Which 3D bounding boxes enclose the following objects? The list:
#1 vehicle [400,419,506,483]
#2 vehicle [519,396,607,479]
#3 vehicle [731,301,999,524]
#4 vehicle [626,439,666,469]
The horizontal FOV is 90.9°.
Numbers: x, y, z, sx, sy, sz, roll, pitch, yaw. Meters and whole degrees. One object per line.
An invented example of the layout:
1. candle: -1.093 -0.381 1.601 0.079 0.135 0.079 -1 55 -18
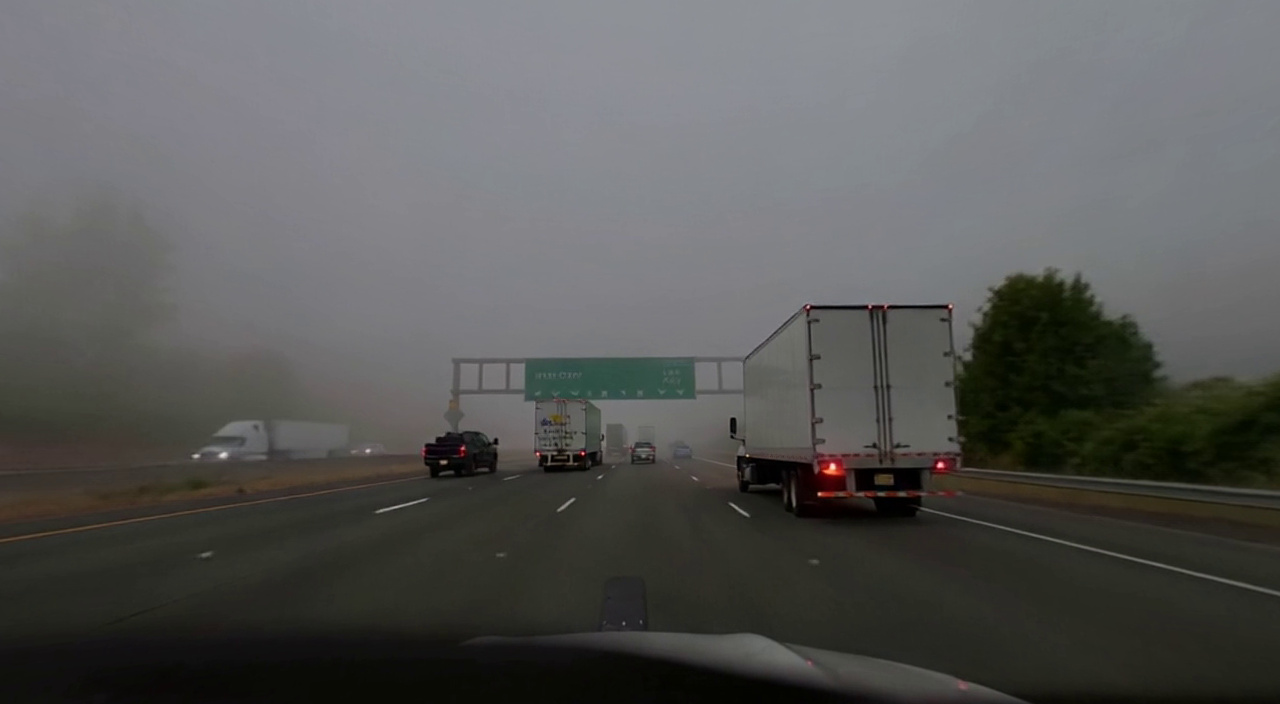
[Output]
1. vehicle: -7.044 3.828 24.522 2.322 2.195 5.556 0 -8 1
2. vehicle: -3.128 3.814 27.979 2.745 3.156 7.608 0 -8 2
3. vehicle: 4.025 1.463 13.662 2.895 3.484 7.631 0 -8 0
4. vehicle: 0.313 5.592 34.765 2.105 1.502 4.068 0 -8 0
